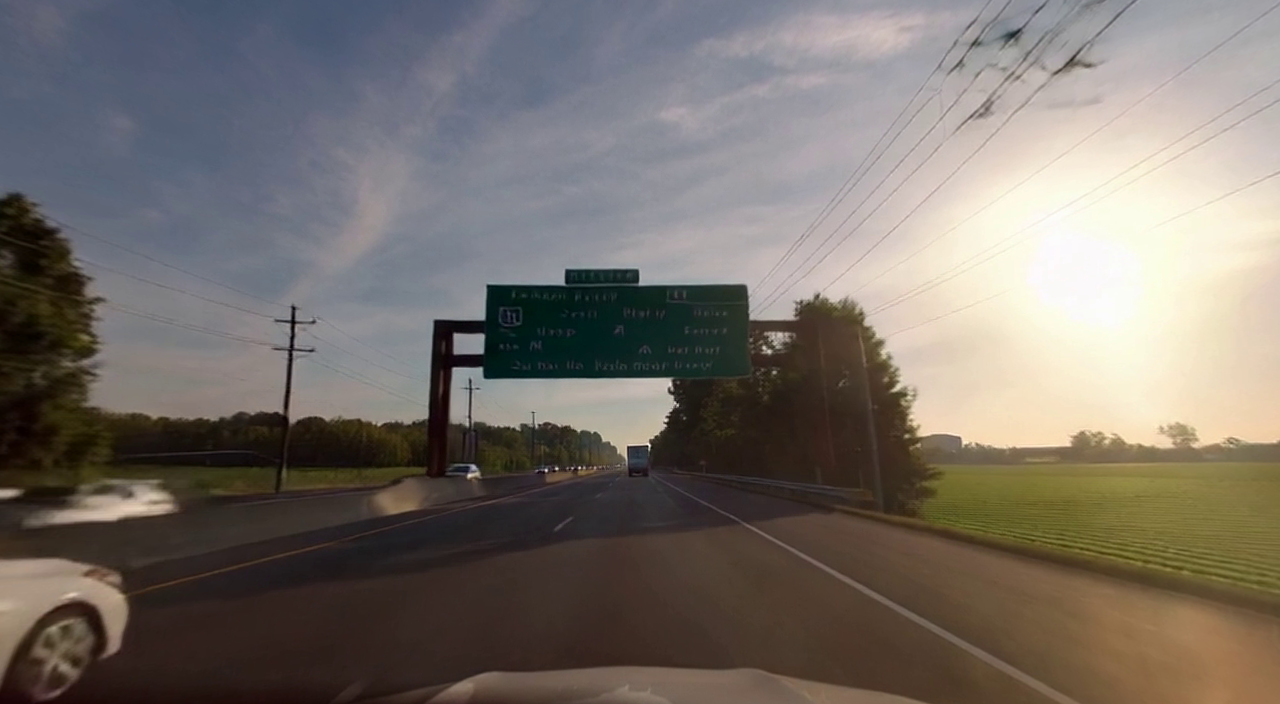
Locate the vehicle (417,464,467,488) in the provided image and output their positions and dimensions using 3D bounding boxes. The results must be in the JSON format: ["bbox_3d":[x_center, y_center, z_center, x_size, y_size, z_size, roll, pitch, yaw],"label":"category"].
[{"bbox_3d":[-12.014,7.556,38.511,1.731,1.369,3.999,1,-11,0],"label":"vehicle"}]

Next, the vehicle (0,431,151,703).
[{"bbox_3d":[-4.070,0.831,1.484,2.000,1.462,4.721,1,-10,0],"label":"vehicle"}]
